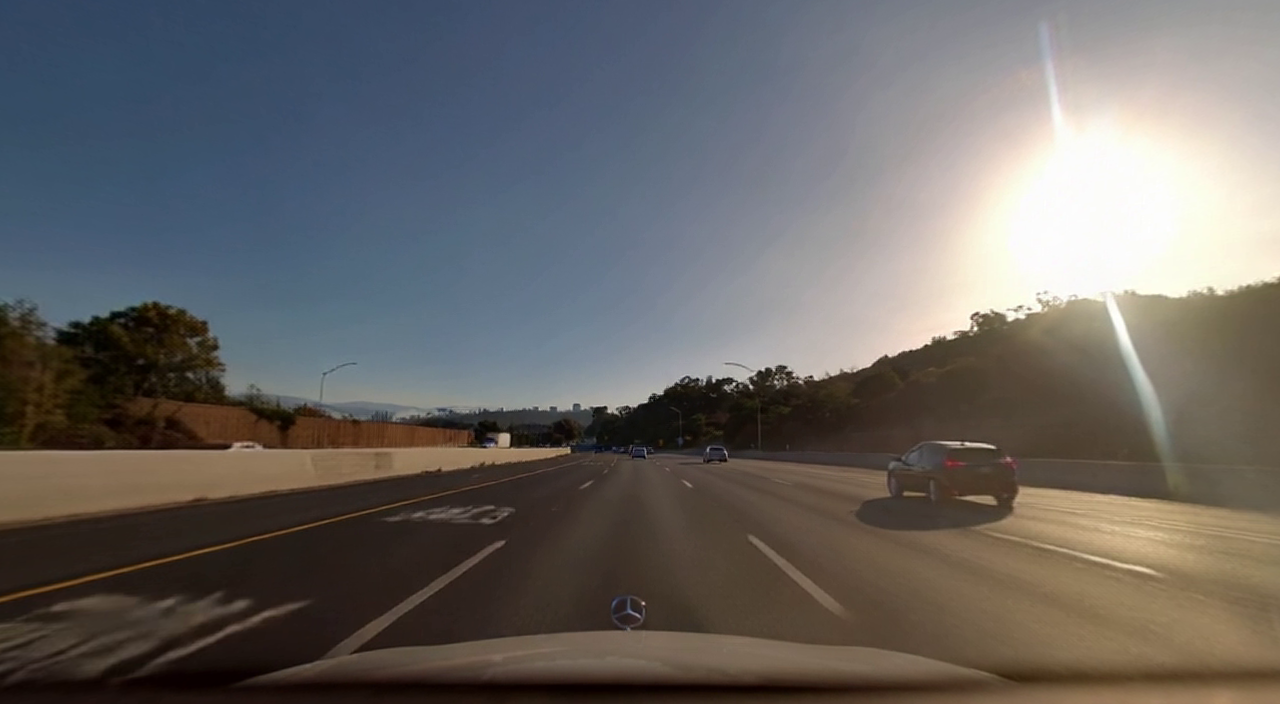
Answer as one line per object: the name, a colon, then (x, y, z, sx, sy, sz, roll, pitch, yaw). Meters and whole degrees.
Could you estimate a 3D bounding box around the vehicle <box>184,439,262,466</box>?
vehicle: (-28.995, 6.976, 44.011, 1.999, 1.727, 4.986, 0, -8, 0)

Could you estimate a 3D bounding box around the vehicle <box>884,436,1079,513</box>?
vehicle: (7.837, 2.832, 15.142, 2.031, 1.524, 4.657, 0, -8, -1)
